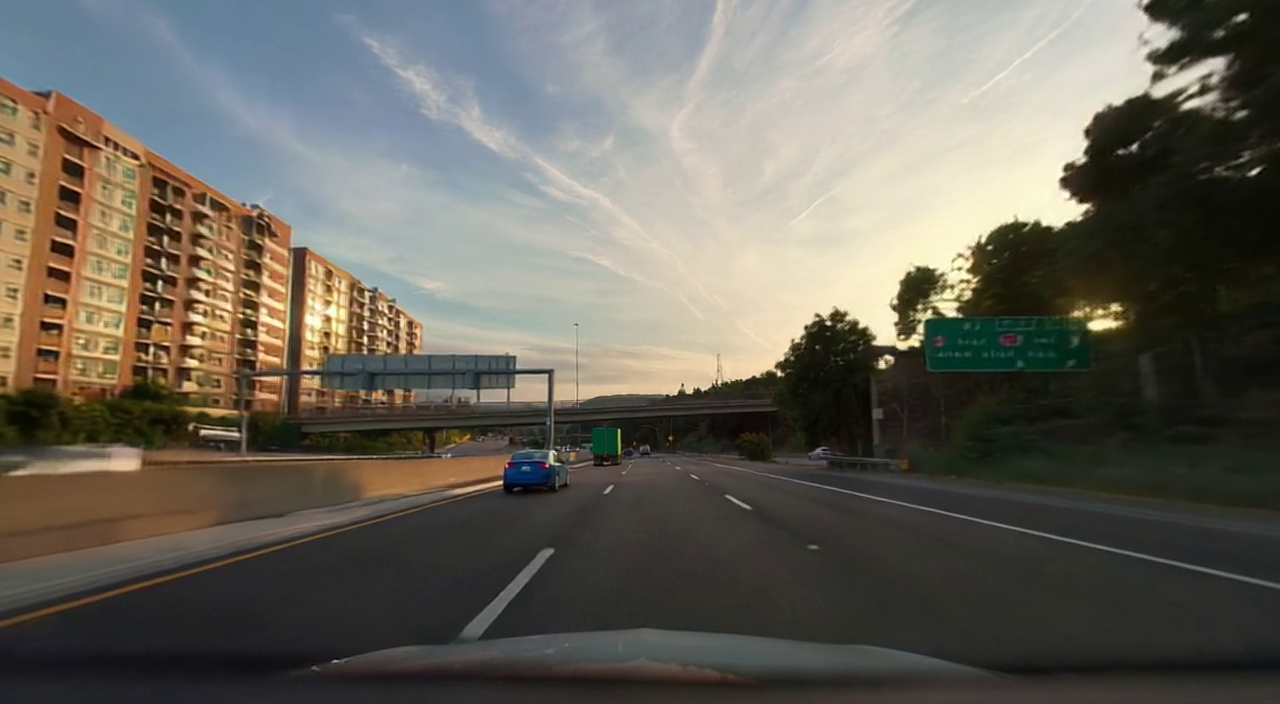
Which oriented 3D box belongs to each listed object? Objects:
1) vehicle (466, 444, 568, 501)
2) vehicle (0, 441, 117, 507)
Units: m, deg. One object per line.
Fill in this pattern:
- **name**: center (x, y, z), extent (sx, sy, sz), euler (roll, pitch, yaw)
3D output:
- **vehicle**: center (-3.476, 3.510, 18.737), extent (2.039, 1.478, 4.483), euler (0, -9, 1)
- **vehicle**: center (-15.824, 2.998, 15.670), extent (1.865, 1.531, 4.278), euler (0, -9, 1)
